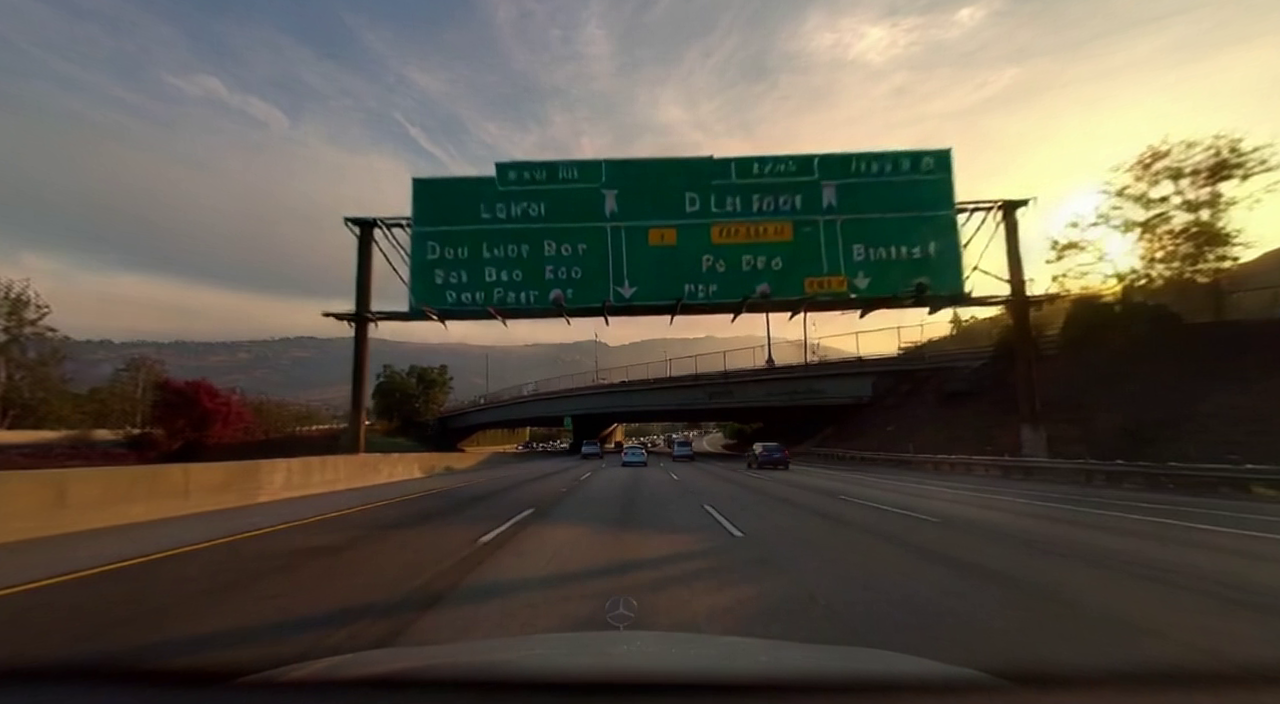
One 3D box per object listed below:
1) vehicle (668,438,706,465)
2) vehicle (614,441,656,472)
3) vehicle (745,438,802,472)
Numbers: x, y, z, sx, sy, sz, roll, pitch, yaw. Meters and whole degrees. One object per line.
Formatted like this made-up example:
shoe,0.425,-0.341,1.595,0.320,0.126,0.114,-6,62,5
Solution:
vehicle,3.254,7.048,44.927,2.177,1.831,4.766,0,-8,-2
vehicle,-0.272,5.385,32.743,2.075,1.486,4.007,0,-8,-1
vehicle,6.788,5.269,32.549,1.936,1.625,3.991,0,-8,-1
